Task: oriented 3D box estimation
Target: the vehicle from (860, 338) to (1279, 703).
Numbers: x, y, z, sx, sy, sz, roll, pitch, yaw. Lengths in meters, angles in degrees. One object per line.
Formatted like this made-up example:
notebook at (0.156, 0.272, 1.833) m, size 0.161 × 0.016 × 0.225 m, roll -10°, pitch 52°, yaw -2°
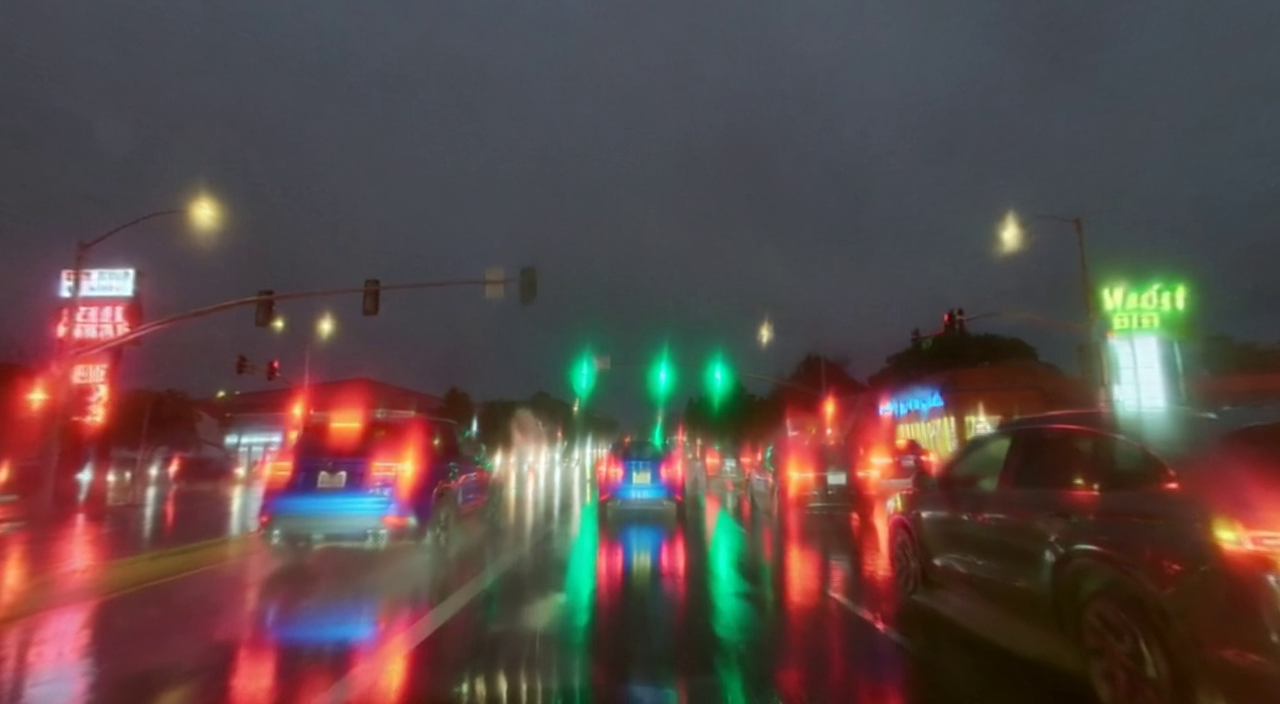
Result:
vehicle at (3.127, 1.049, 3.762) m, size 2.075 × 1.661 × 4.401 m, roll 0°, pitch -9°, yaw 1°

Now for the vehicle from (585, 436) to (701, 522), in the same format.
vehicle at (0.039, 2.646, 13.656) m, size 2.154 × 1.577 × 3.723 m, roll 0°, pitch -9°, yaw 0°

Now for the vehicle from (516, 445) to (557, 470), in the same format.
vehicle at (-7.864, 8.060, 48.421) m, size 2.293 × 1.777 × 4.497 m, roll 0°, pitch -9°, yaw 0°

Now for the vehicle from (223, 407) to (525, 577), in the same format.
vehicle at (-3.336, 1.883, 9.318) m, size 2.257 × 1.823 × 4.777 m, roll -1°, pitch -9°, yaw 1°

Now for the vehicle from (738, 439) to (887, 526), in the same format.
vehicle at (3.356, 2.609, 13.203) m, size 1.865 × 1.496 × 4.170 m, roll 0°, pitch -9°, yaw -1°
